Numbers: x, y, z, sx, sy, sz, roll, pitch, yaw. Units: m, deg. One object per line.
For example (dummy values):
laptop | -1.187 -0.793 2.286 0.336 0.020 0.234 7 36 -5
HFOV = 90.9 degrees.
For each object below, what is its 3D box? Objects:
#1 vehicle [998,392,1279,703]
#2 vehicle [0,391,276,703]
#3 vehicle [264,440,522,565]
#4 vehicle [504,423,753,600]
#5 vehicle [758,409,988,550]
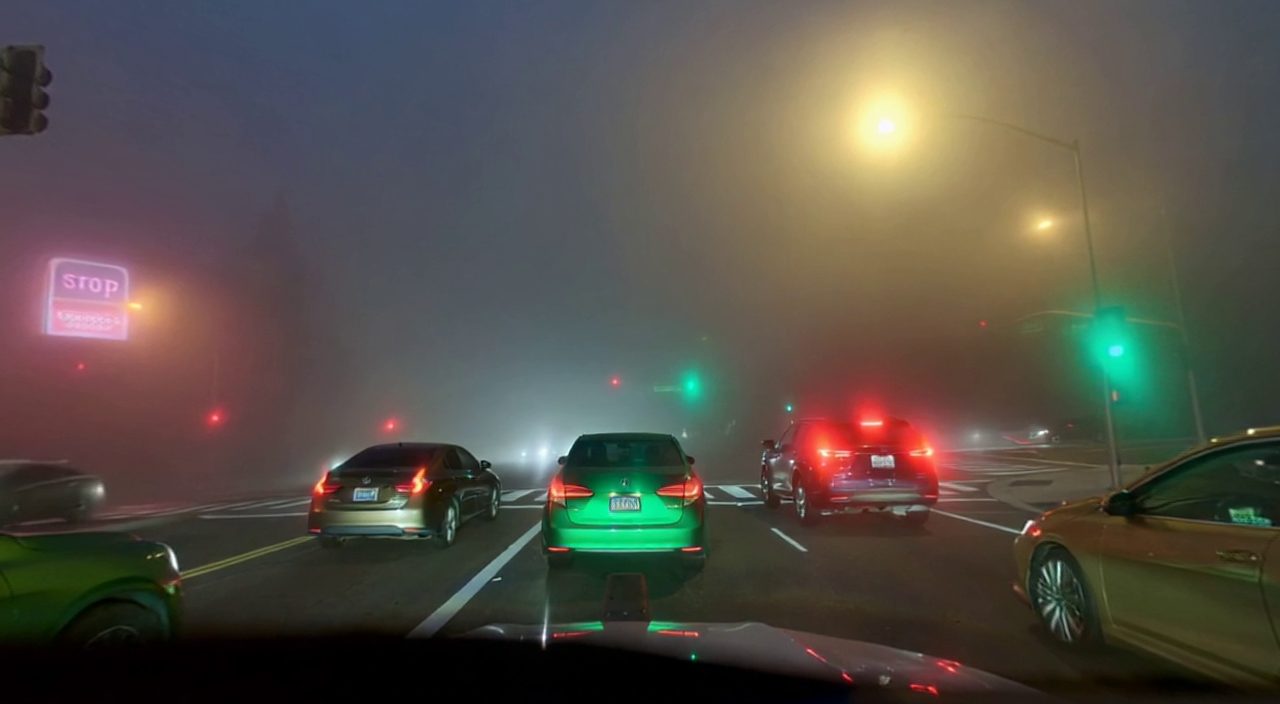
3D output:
vehicle | 3.936 0.977 3.137 1.800 1.519 4.198 0 -8 0
vehicle | -3.477 0.861 1.906 2.016 1.547 4.414 0 -8 1
vehicle | -3.302 2.080 9.577 1.995 1.436 4.373 -1 -8 2
vehicle | -0.122 1.682 7.556 2.140 1.499 4.119 0 -8 -1
vehicle | 3.310 1.898 10.019 1.992 1.744 4.183 0 -8 0
